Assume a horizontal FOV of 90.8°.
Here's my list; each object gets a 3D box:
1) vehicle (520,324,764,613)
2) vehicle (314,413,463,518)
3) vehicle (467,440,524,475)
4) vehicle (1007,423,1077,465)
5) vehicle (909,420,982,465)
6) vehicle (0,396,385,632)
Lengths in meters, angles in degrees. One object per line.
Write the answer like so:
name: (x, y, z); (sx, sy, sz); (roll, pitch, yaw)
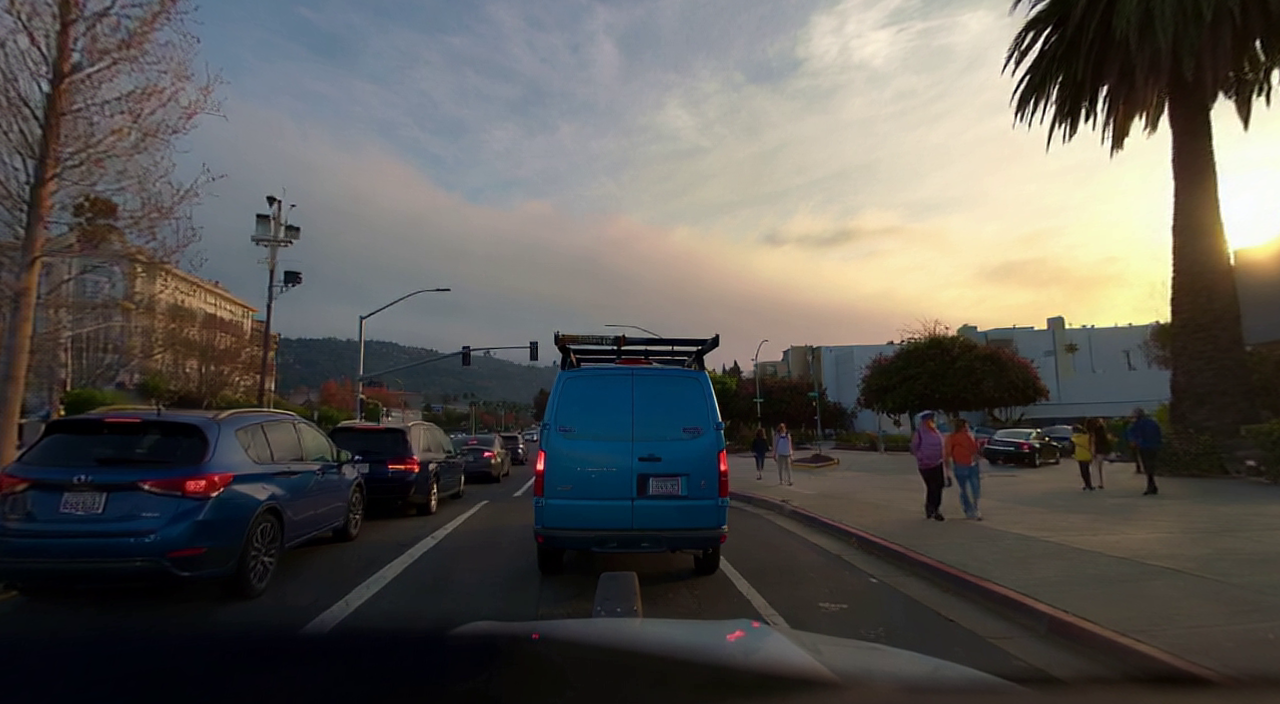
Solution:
vehicle: (-0.201, 1.214, 7.162); (1.902, 2.238, 4.263); (1, -9, -6)
vehicle: (-5.210, 2.413, 13.887); (2.089, 1.854, 5.022); (2, -9, -11)
vehicle: (-6.842, 4.886, 29.561); (1.818, 1.479, 4.428); (4, -9, -22)
vehicle: (15.786, 3.616, 24.713); (2.048, 1.475, 3.972); (-6, -10, 34)
vehicle: (12.643, 3.755, 26.044); (2.046, 1.675, 3.924); (-6, -10, 33)
vehicle: (-4.399, 1.468, 6.671); (1.986, 1.643, 4.315); (1, -9, -6)
